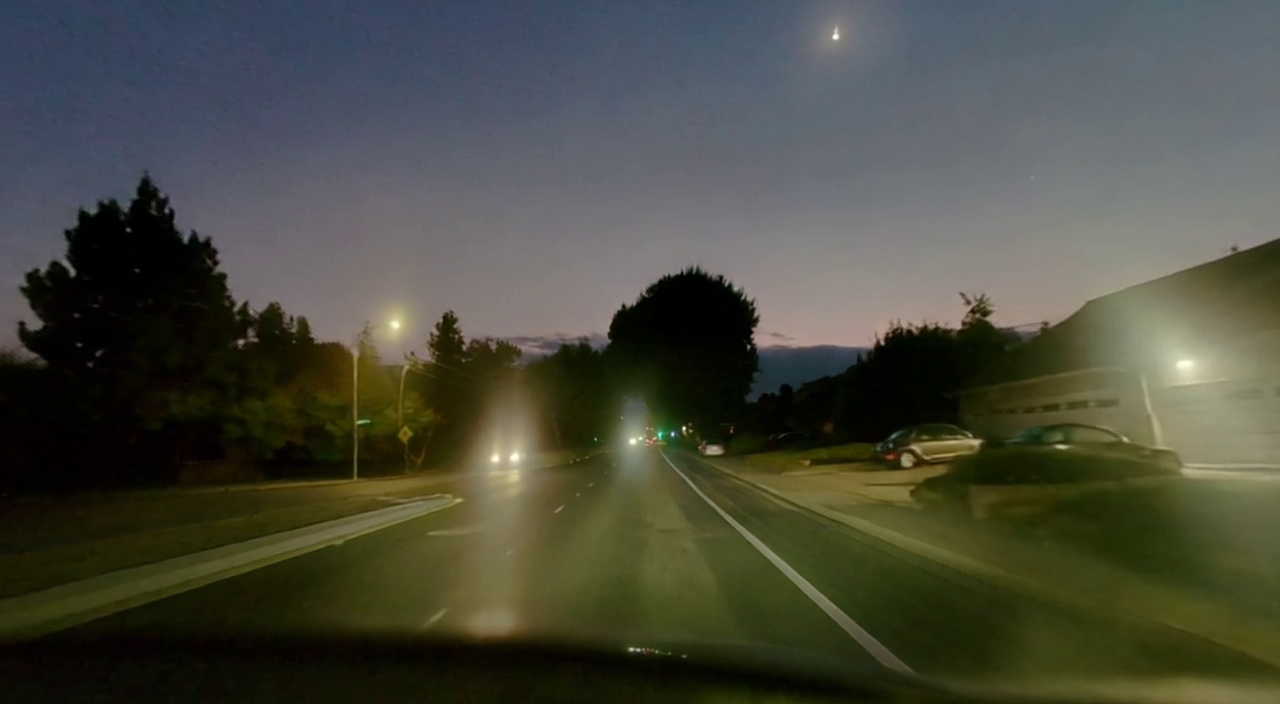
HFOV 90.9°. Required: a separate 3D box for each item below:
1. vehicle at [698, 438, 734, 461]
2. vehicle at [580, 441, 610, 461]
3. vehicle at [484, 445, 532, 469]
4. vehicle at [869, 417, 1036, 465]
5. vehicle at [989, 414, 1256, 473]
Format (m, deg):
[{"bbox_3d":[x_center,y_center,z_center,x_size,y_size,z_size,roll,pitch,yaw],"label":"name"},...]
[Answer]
[{"bbox_3d":[5.406,7.034,45.564,1.995,1.546,4.474,0,-8,-1],"label":"vehicle"},{"bbox_3d":[-3.332,7.432,47.362,1.973,1.400,3.915,0,-8,0],"label":"vehicle"},{"bbox_3d":[-8.567,6.853,41.373,2.027,1.522,4.469,-1,-8,2],"label":"vehicle"},{"bbox_3d":[10.451,3.025,21.365,4.606,1.525,1.932,0,-8,-1],"label":"vehicle"},{"bbox_3d":[10.550,2.033,14.020,4.489,1.208,1.800,0,-8,-2],"label":"vehicle"}]
